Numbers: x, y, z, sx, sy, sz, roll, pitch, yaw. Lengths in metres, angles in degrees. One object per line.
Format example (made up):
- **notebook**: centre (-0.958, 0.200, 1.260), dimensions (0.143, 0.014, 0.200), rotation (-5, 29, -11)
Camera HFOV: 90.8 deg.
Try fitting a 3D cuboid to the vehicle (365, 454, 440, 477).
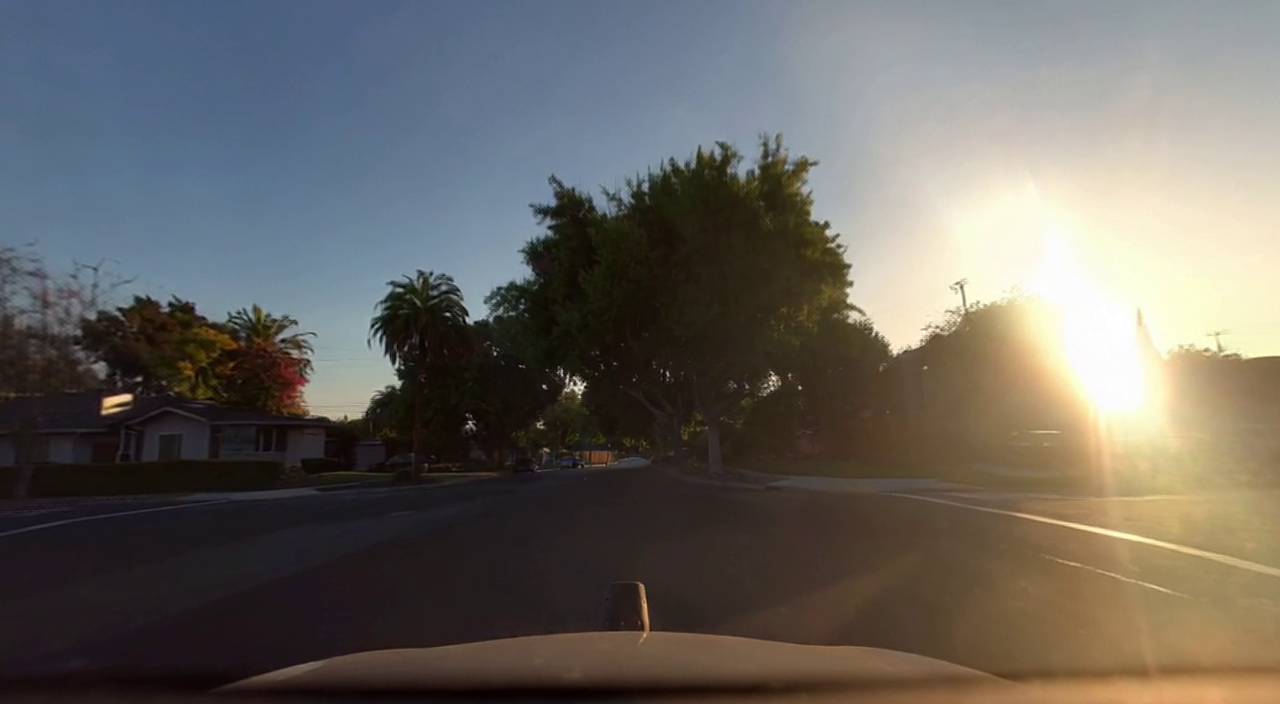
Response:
- **vehicle**: centre (-16.276, 7.763, 43.410), dimensions (4.358, 1.516, 2.077), rotation (1, -9, -4)
